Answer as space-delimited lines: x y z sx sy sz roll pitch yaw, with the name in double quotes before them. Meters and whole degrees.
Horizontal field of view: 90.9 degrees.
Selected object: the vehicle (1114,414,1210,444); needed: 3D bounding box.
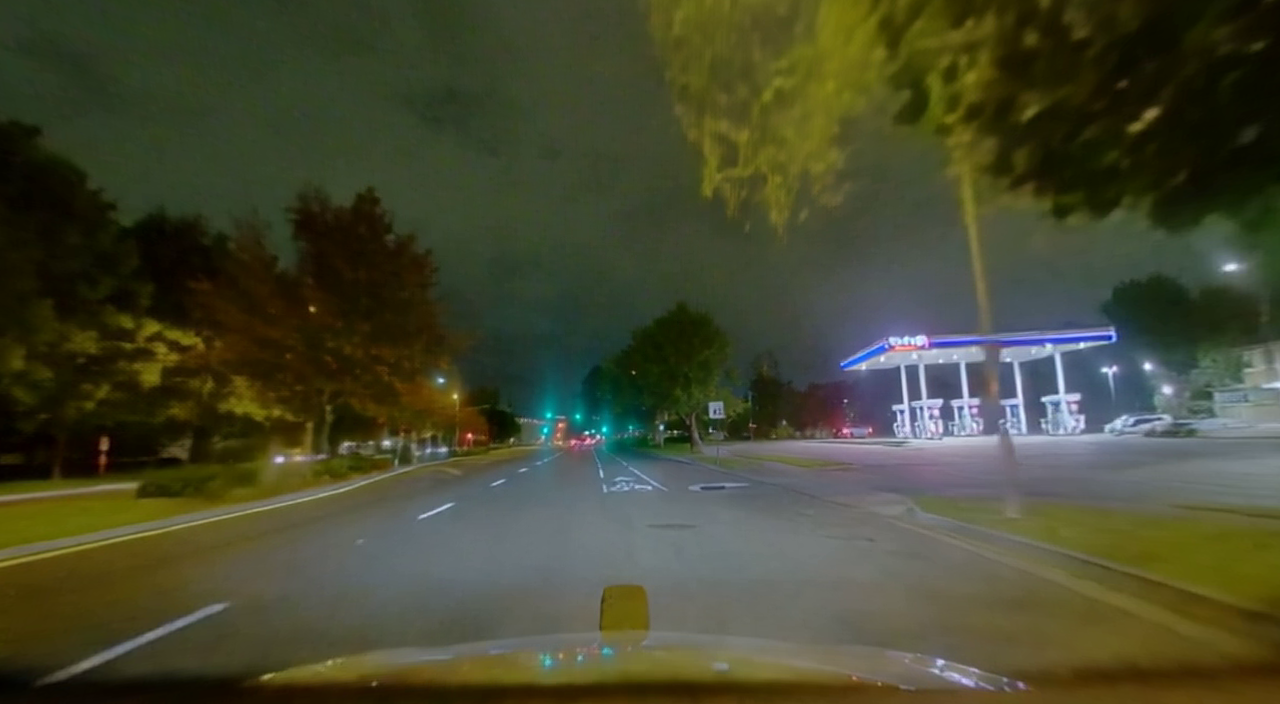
"vehicle" 32.958 4.894 39.924 4.323 1.447 1.710 -10 -7 31
